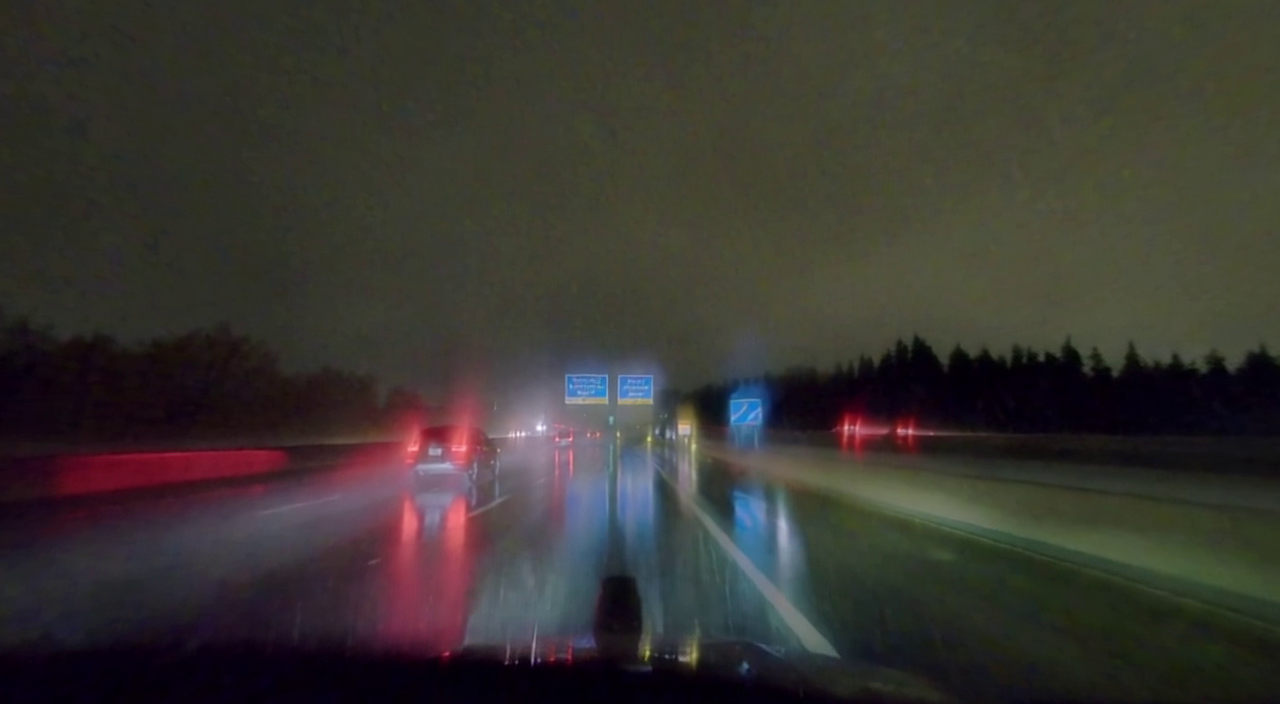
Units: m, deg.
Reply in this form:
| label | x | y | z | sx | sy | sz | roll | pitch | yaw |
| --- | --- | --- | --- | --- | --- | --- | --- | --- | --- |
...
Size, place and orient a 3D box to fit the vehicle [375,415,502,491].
| label | x | y | z | sx | sy | sz | roll | pitch | yaw |
| --- | --- | --- | --- | --- | --- | --- | --- | --- | --- |
| vehicle | -5.074 | 2.593 | 16.506 | 2.007 | 1.727 | 4.040 | 0 | -8 | 0 |
